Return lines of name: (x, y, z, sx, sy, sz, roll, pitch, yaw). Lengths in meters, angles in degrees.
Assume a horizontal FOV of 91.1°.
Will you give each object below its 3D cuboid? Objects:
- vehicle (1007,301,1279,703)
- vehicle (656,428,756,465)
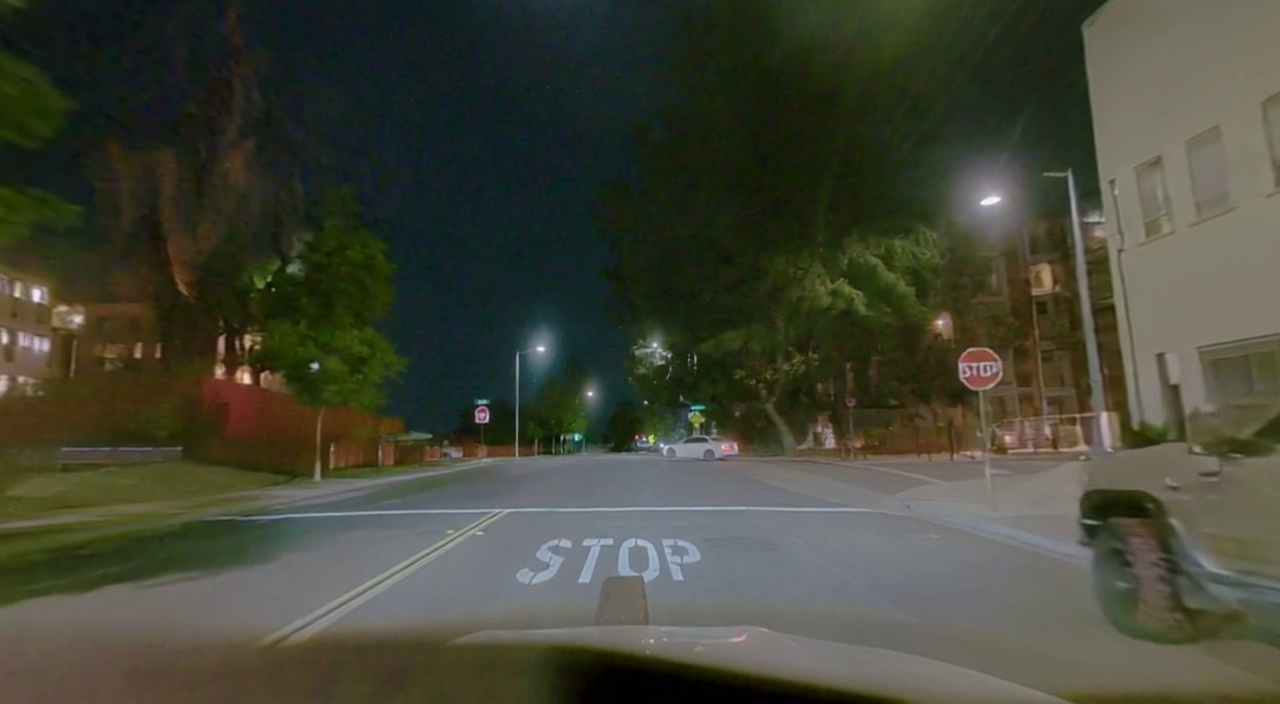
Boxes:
vehicle: (4.087, 0.642, 2.099, 2.226, 1.986, 5.786, 0, -8, 0)
vehicle: (3.285, 4.822, 32.041, 2.139, 1.733, 4.791, 8, -12, -43)
